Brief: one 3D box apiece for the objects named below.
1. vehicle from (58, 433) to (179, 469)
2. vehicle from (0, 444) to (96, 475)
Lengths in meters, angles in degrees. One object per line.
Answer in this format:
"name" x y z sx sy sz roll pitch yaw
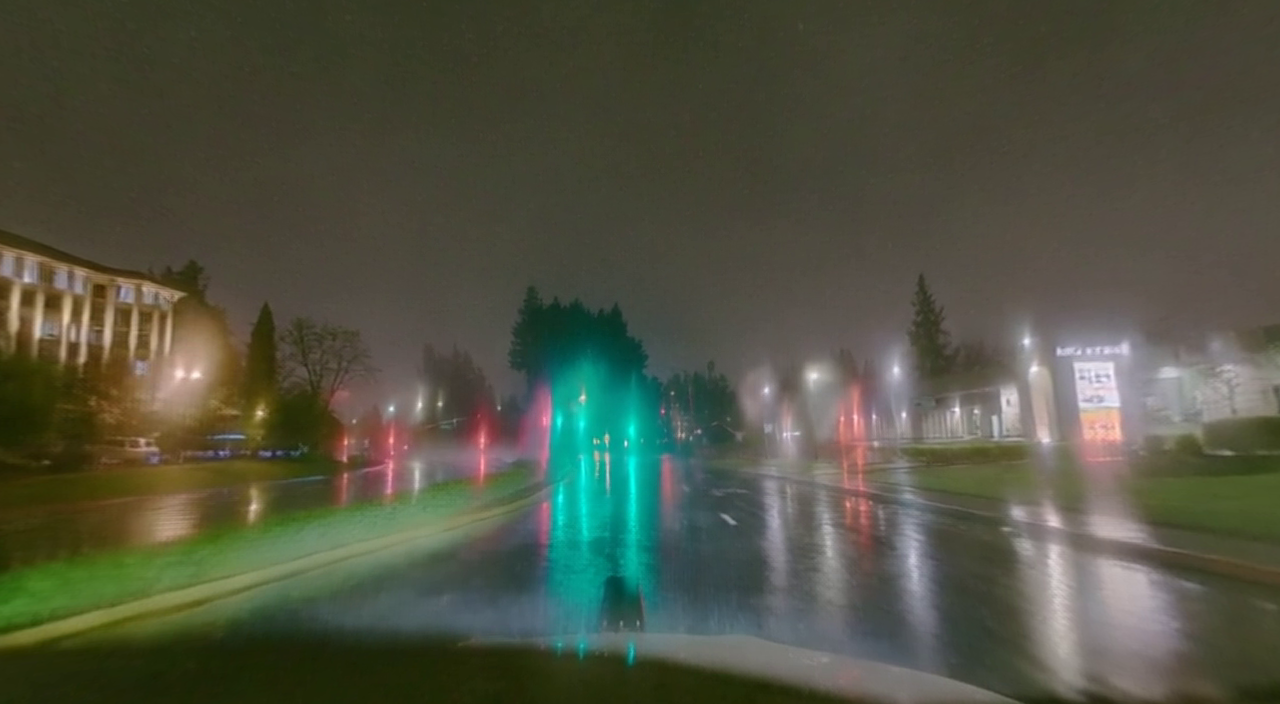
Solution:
"vehicle" -29.435 5.612 35.704 4.812 1.932 2.147 0 -9 -2
"vehicle" -29.587 5.225 30.706 4.187 1.457 1.973 0 -9 -2
